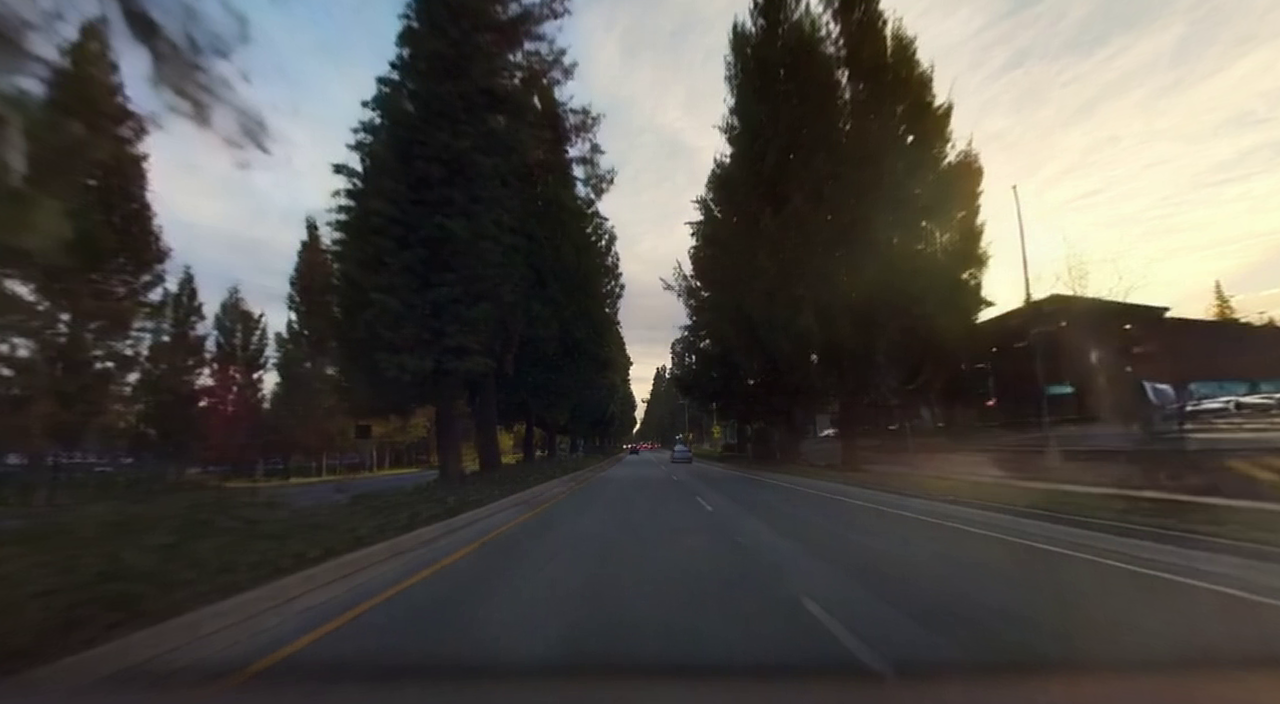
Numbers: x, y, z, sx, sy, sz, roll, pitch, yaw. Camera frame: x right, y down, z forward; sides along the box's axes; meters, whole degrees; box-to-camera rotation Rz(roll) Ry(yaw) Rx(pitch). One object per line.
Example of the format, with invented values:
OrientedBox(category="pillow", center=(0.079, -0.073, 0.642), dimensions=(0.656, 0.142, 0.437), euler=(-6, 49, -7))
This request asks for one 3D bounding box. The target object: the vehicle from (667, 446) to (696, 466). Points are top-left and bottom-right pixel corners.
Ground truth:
OrientedBox(category="vehicle", center=(3.199, 8.100, 49.547), dimensions=(1.925, 1.488, 4.271), euler=(0, -8, -1))
